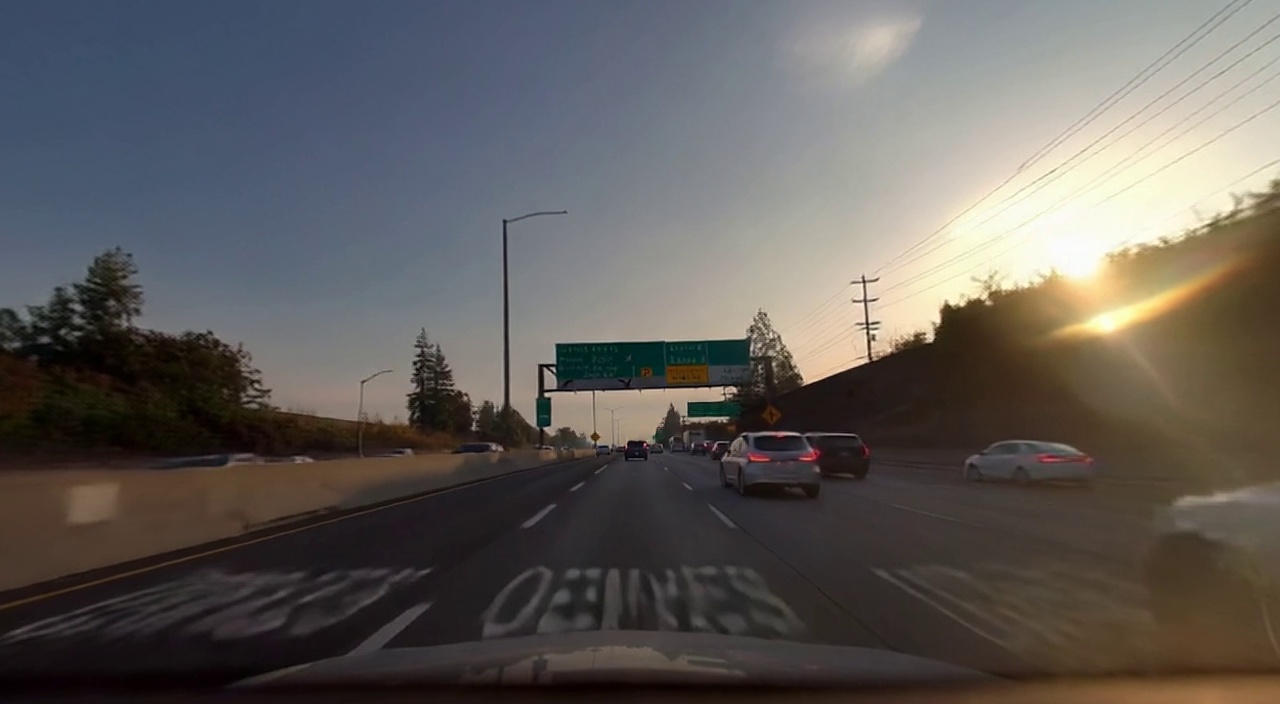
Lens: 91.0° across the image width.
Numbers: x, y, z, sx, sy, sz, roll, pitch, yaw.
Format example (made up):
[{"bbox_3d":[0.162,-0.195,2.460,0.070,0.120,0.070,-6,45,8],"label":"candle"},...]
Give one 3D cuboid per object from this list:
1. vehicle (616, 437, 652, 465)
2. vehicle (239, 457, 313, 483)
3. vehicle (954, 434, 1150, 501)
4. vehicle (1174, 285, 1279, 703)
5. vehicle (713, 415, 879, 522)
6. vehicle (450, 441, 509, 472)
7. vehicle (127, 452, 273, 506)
[{"bbox_3d":[-0.424,6.793,43.230,2.314,1.796,4.254,0,-8,-1],"label":"vehicle"},{"bbox_3d":[-23.134,7.478,40.204,1.900,1.477,4.797,0,-8,-1],"label":"vehicle"},{"bbox_3d":[10.331,2.920,16.347,1.890,1.474,4.662,0,-9,0],"label":"vehicle"},{"bbox_3d":[3.451,0.406,0.313,2.095,1.886,4.727,0,-8,-1],"label":"vehicle"},{"bbox_3d":[2.995,2.381,13.402,2.152,1.821,4.853,0,-8,-2],"label":"vehicle"},{"bbox_3d":[-8.917,5.839,35.422,2.047,1.650,4.600,0,-8,0],"label":"vehicle"},{"bbox_3d":[-15.390,4.436,22.407,1.995,1.664,4.401,0,-8,0],"label":"vehicle"}]
